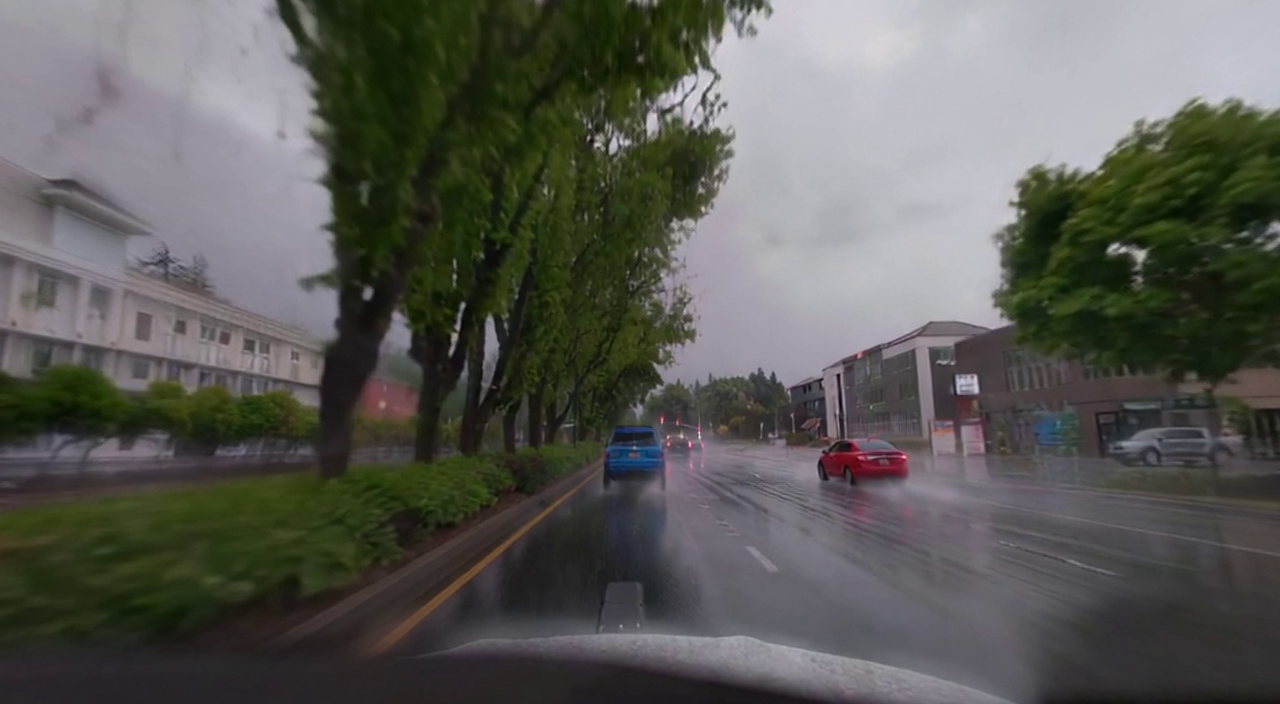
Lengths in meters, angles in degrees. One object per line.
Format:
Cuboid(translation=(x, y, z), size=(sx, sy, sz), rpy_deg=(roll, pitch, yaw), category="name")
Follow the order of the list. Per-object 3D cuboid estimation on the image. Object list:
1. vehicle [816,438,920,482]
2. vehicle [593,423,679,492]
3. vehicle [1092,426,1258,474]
Cuboid(translation=(8.295, 3.967, 23.508), size=(2.002, 1.456, 4.631), rpy_deg=(0, -9, -2), category="vehicle")
Cuboid(translation=(-0.132, 3.111, 18.911), size=(2.277, 1.816, 4.192), rpy_deg=(0, -9, -1), category="vehicle")
Cuboid(translation=(19.451, 3.552, 23.102), size=(4.333, 1.521, 1.824), rpy_deg=(-2, -7, 0), category="vehicle")
